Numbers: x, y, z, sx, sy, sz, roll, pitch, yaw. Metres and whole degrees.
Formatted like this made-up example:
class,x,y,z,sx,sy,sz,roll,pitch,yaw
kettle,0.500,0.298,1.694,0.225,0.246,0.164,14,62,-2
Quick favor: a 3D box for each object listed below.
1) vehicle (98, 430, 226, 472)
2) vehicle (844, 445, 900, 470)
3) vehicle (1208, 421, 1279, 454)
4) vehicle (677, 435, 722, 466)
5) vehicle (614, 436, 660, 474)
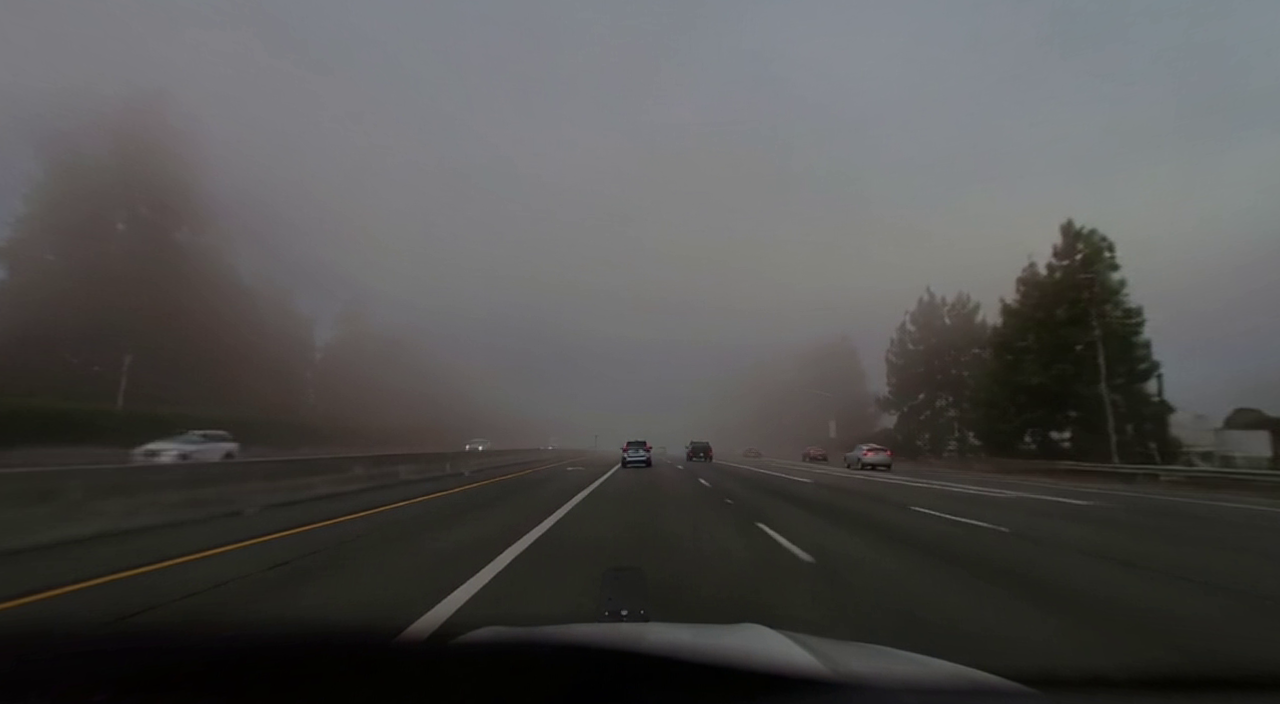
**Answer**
class,x,y,z,sx,sy,sz,roll,pitch,yaw
vehicle,-22.243,4.641,29.670,2.027,1.781,5.017,0,-8,0
vehicle,14.193,6.460,38.916,1.872,1.459,4.502,0,-8,2
vehicle,34.882,4.825,35.183,4.402,1.637,1.847,1,-10,5
vehicle,3.991,6.787,43.661,2.505,2.020,5.532,0,-8,-1
vehicle,-0.152,4.974,30.659,2.105,1.711,4.293,0,-8,0
